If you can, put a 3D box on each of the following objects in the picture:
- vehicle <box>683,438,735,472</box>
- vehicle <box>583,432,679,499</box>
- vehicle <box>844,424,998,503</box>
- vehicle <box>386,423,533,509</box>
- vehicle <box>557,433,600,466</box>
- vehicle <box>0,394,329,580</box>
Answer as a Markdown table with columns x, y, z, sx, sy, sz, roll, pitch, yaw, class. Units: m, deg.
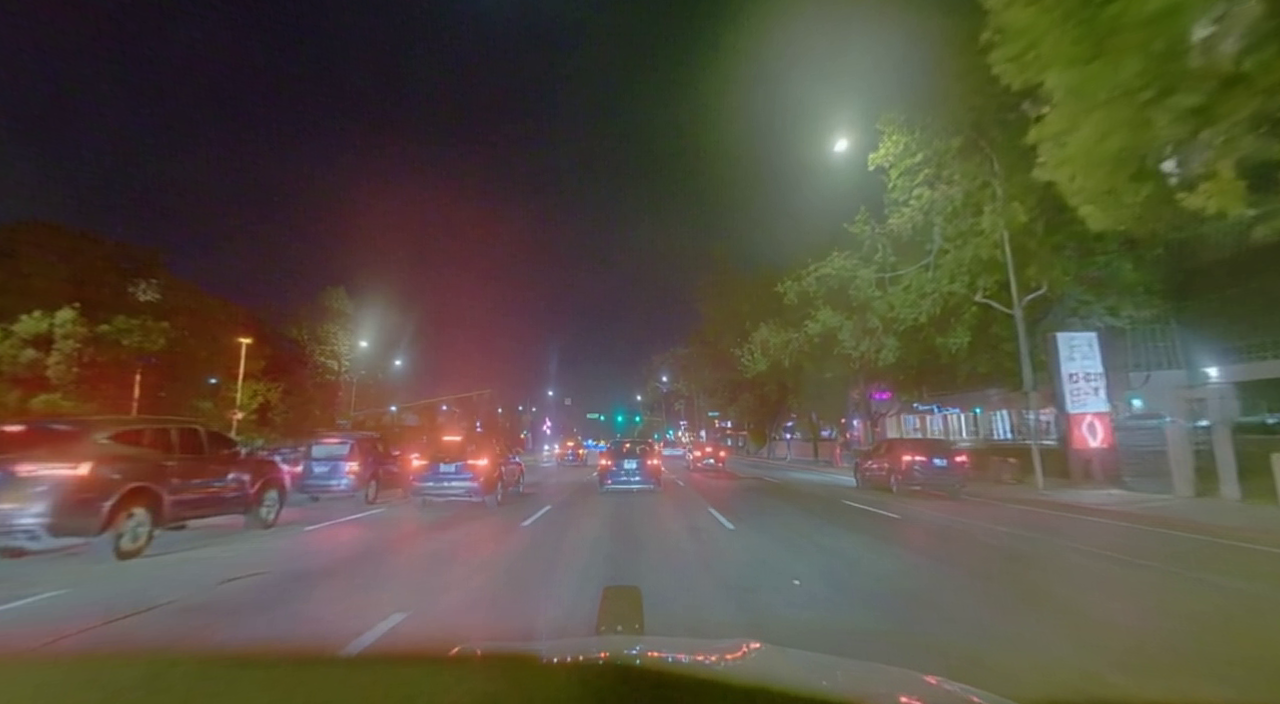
| x | y | z | sx | sy | sz | roll | pitch | yaw | class |
| --- | --- | --- | --- | --- | --- | --- | --- | --- | --- |
| 3.222 | 4.896 | 30.281 | 1.905 | 1.473 | 4.183 | 0 | -9 | -2 | vehicle |
| -0.224 | 2.879 | 16.392 | 2.161 | 1.501 | 4.184 | 0 | -9 | -1 | vehicle |
| 6.724 | 2.716 | 15.723 | 1.889 | 1.681 | 4.120 | 0 | -9 | 0 | vehicle |
| -3.824 | 2.517 | 14.315 | 2.009 | 1.619 | 4.376 | 0 | -9 | 1 | vehicle |
| -3.594 | 5.786 | 37.717 | 2.154 | 1.801 | 5.015 | 0 | -9 | -1 | vehicle |
| -6.738 | 1.691 | 8.834 | 1.864 | 1.737 | 5.689 | 0 | -9 | 0 | vehicle |
